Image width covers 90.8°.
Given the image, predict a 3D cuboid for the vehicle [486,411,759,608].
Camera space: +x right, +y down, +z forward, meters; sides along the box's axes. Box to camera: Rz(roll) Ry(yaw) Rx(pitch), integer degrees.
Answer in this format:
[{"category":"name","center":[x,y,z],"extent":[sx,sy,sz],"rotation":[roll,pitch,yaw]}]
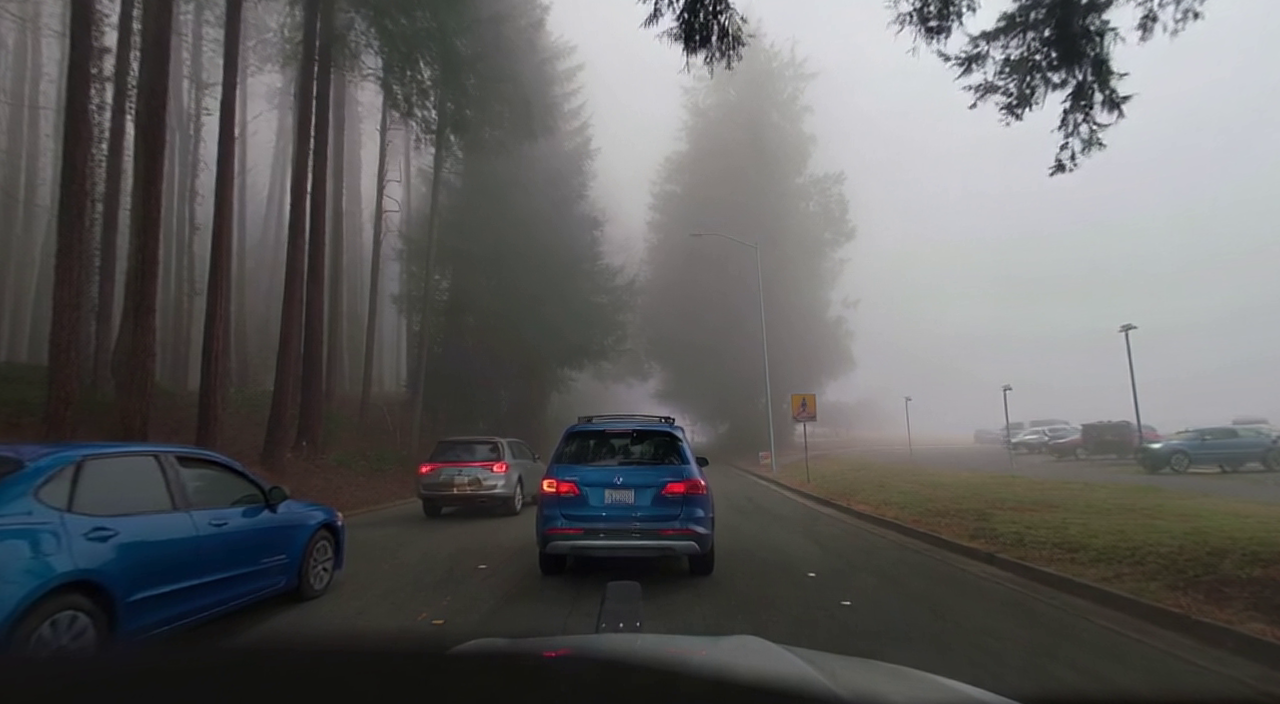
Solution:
[{"category":"vehicle","center":[-0.085,1.573,7.179],"extent":[2.229,1.591,3.897],"rotation":[0,-8,2]}]

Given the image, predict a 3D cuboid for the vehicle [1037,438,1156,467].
[{"category":"vehicle","center":[28.447,6.247,39.448],"extent":[5.955,1.702,2.166],"rotation":[1,-8,-6]}]

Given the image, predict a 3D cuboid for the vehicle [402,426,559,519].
[{"category":"vehicle","center":[-3.337,2.632,14.399],"extent":[2.188,1.745,4.618],"rotation":[0,-8,3]}]

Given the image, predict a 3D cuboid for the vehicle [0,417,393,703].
[{"category":"vehicle","center":[-3.644,1.265,4.392],"extent":[1.922,1.464,4.424],"rotation":[0,-8,2]}]
